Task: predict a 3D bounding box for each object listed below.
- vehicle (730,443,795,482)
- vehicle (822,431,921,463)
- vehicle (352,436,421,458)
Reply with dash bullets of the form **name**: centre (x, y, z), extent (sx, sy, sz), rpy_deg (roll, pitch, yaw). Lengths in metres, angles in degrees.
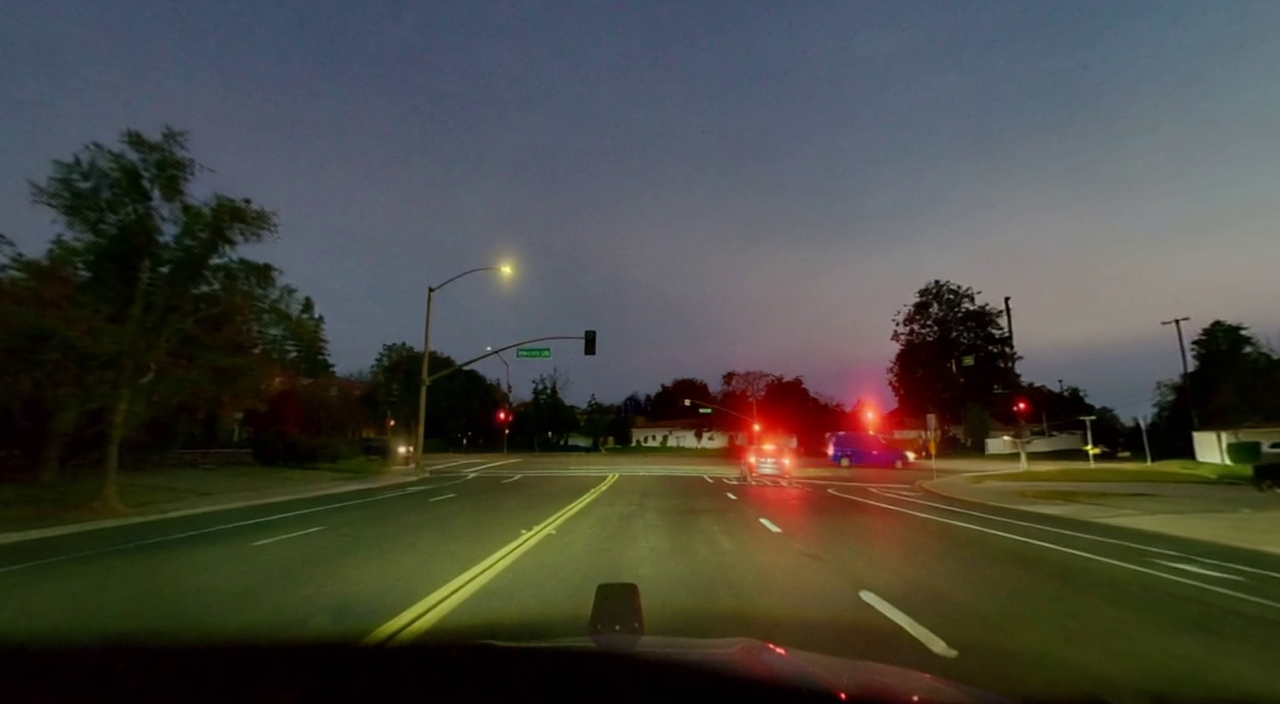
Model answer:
- **vehicle**: centre (5.003, 4.579, 26.444), extent (1.947, 1.485, 4.336), rpy_deg (0, -9, 1)
- **vehicle**: centre (15.542, 6.423, 42.724), extent (5.869, 2.098, 2.206), rpy_deg (-1, -9, 4)
- **vehicle**: centre (-18.107, 6.830, 45.203), extent (4.081, 1.522, 1.863), rpy_deg (-1, -9, 5)
